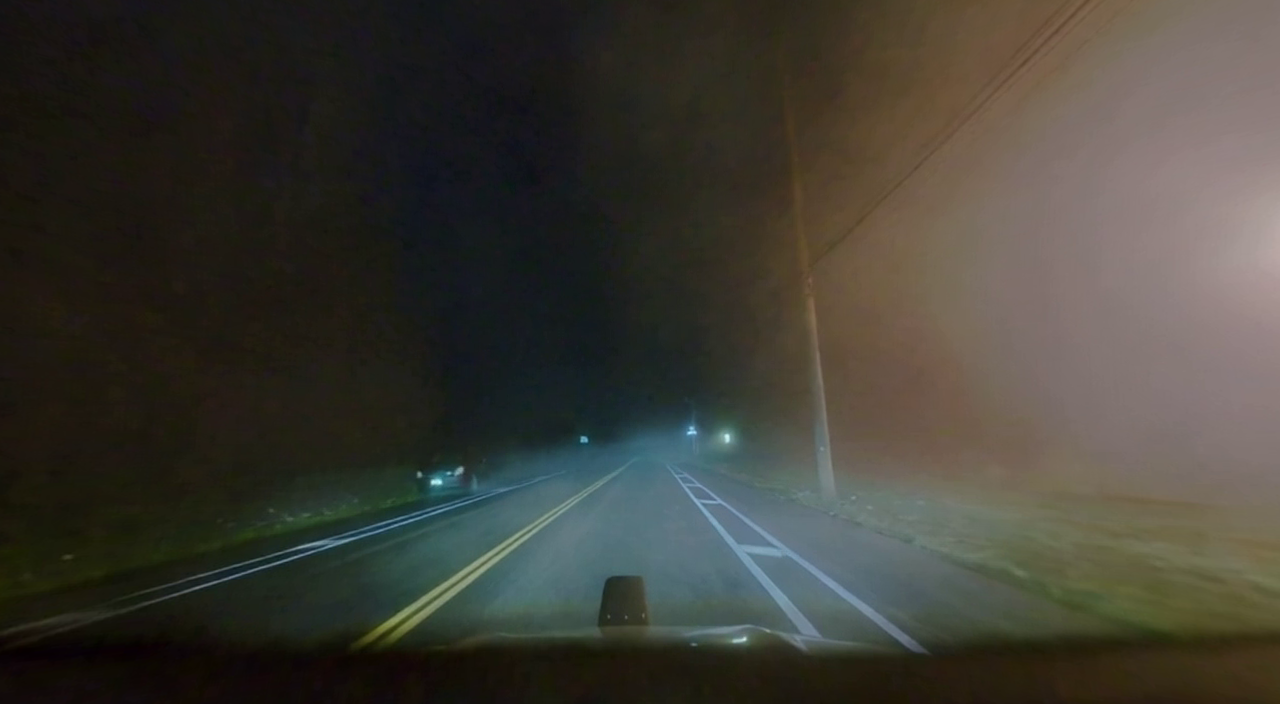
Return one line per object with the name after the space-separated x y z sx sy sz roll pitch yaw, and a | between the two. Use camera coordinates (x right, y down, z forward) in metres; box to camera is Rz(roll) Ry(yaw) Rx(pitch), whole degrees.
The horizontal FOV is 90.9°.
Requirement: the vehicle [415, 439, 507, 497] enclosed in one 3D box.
-6.294 4.174 22.772 1.992 1.797 4.372 -2 -10 1 | vehicle
